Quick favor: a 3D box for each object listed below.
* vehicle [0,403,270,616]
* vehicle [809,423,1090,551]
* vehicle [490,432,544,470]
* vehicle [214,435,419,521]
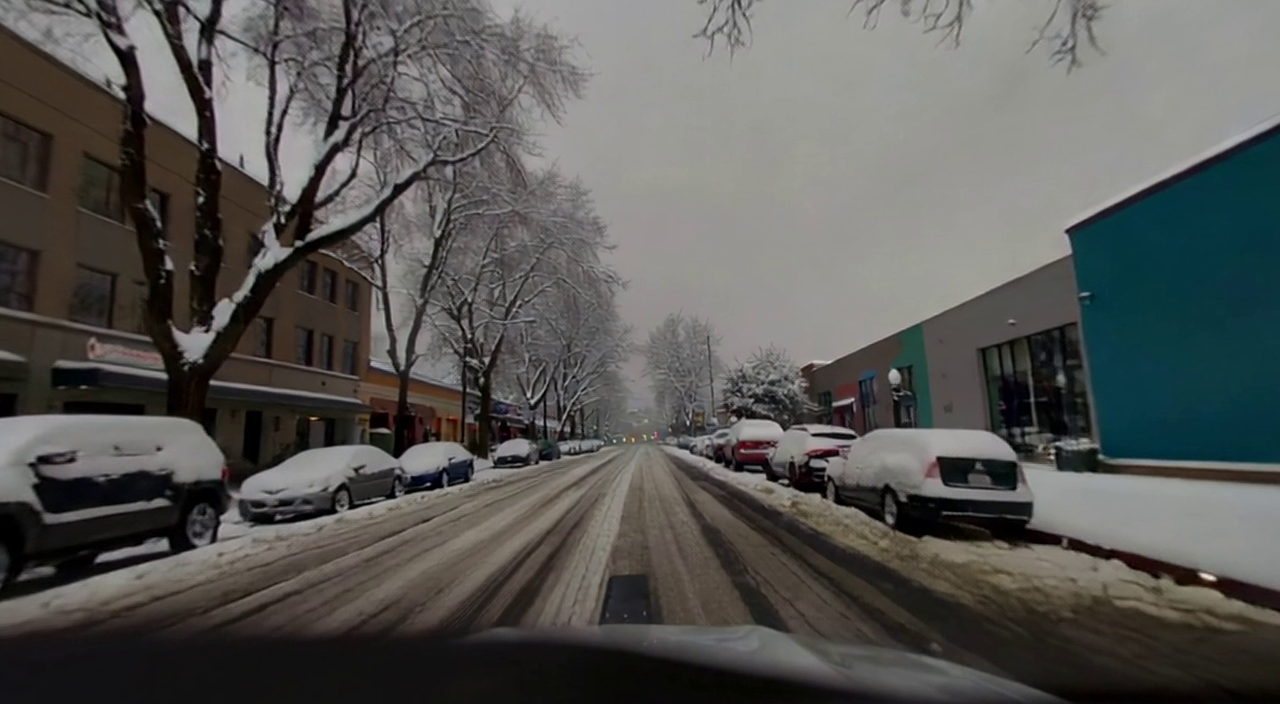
[{"bbox_3d":[-6.938,1.616,7.605,2.238,1.891,4.780,-1,-5,-3],"label":"vehicle"},{"bbox_3d":[4.298,1.877,9.880,1.973,1.494,4.867,0,-7,0],"label":"vehicle"},{"bbox_3d":[-6.547,5.285,34.119,1.996,1.770,5.518,-1,-6,-2],"label":"vehicle"},{"bbox_3d":[-7.000,2.706,14.409,2.001,1.502,4.851,-1,-6,2],"label":"vehicle"}]
